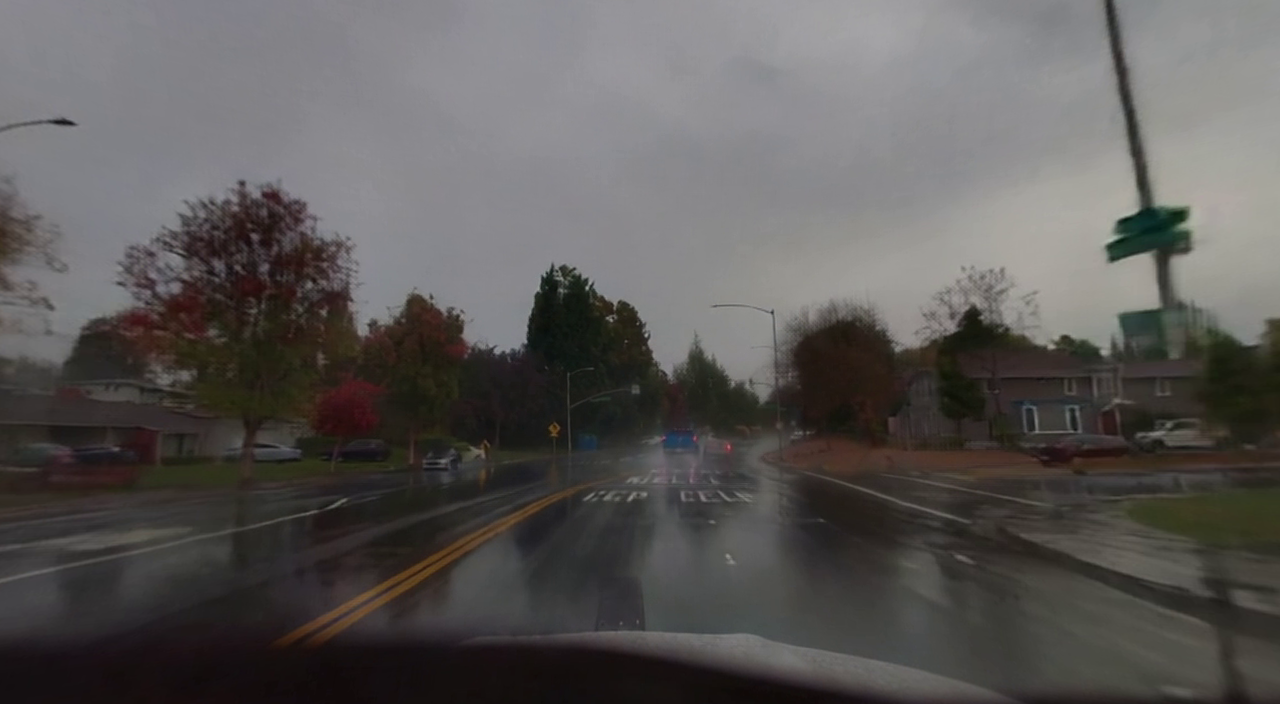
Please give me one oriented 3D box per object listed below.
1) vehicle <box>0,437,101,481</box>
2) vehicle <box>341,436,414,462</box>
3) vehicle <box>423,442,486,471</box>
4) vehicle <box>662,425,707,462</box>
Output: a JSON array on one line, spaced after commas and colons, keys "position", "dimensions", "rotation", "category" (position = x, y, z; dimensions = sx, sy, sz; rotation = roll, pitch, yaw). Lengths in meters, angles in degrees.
[{"position": [-25.946, 4.398, 26.122], "dimensions": [4.975, 1.732, 2.165], "rotation": [2, -9, -15], "category": "vehicle"}, {"position": [-18.114, 6.726, 43.667], "dimensions": [4.168, 1.735, 1.925], "rotation": [-1, -8, 3], "category": "vehicle"}, {"position": [-11.142, 6.269, 38.236], "dimensions": [1.873, 1.508, 4.483], "rotation": [-3, -7, 9], "category": "vehicle"}, {"position": [2.581, 5.200, 35.800], "dimensions": [2.153, 1.942, 4.767], "rotation": [-1, -8, 8], "category": "vehicle"}]
